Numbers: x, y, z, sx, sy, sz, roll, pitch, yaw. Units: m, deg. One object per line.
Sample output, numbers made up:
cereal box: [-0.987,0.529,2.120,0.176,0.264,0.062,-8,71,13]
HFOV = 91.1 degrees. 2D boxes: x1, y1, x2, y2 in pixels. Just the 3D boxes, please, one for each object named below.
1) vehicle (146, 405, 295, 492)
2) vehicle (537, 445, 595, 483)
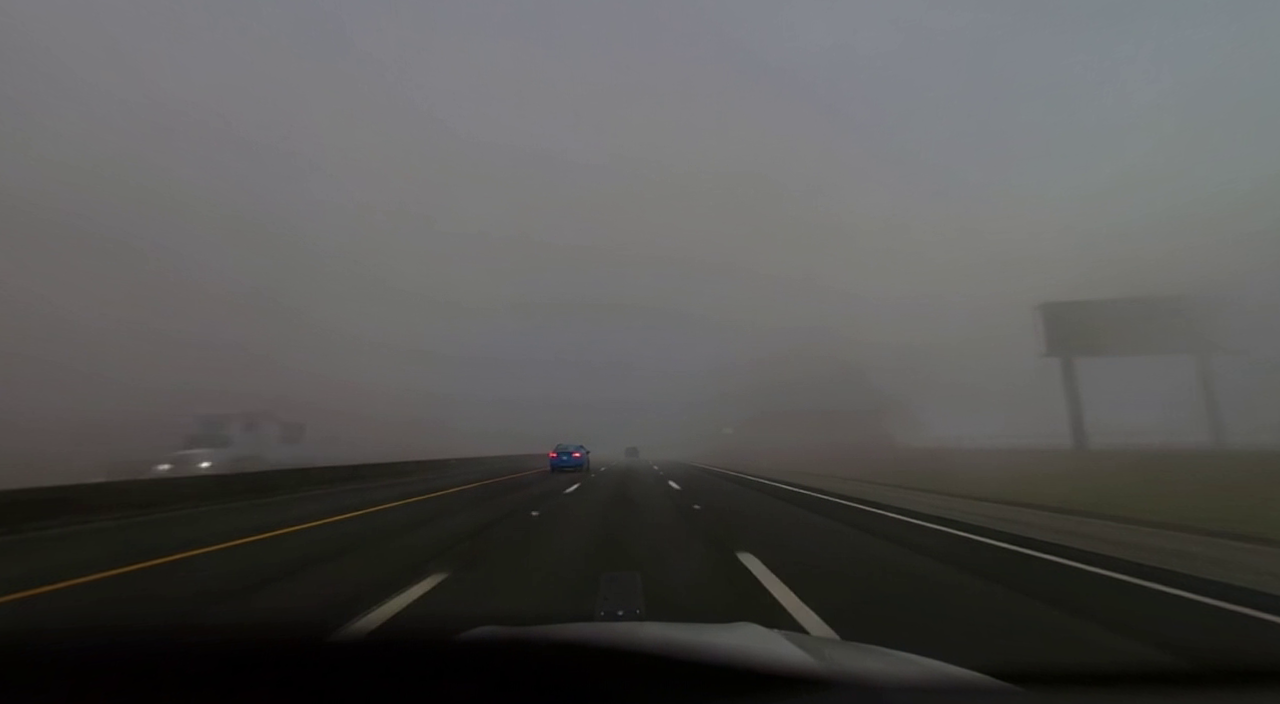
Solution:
vehicle: [-20.025,4.686,30.580,2.971,3.774,5.969,0,-9,-1]
vehicle: [-3.278,5.092,28.902,2.069,1.573,4.589,0,-9,1]
